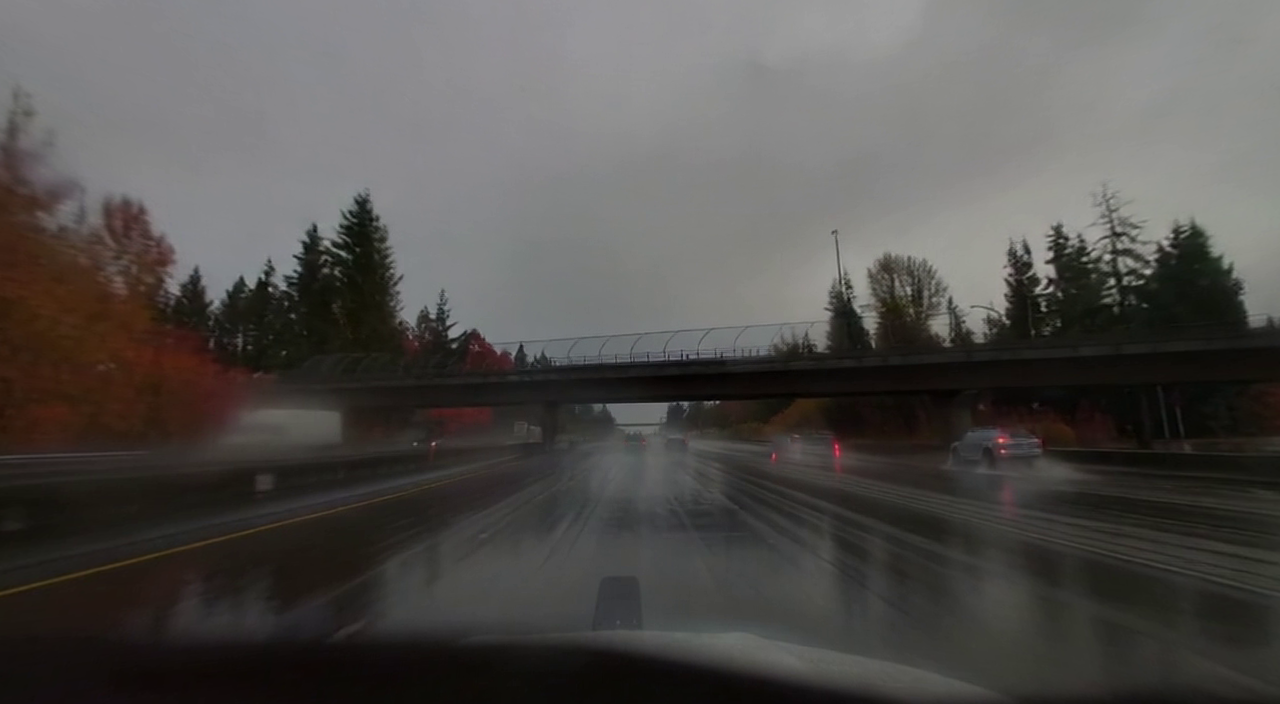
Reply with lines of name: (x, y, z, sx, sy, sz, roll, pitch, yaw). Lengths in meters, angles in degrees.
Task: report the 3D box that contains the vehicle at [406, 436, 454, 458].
vehicle: (-14.778, 6.685, 44.515, 1.875, 1.483, 4.517, 0, -8, -1)
